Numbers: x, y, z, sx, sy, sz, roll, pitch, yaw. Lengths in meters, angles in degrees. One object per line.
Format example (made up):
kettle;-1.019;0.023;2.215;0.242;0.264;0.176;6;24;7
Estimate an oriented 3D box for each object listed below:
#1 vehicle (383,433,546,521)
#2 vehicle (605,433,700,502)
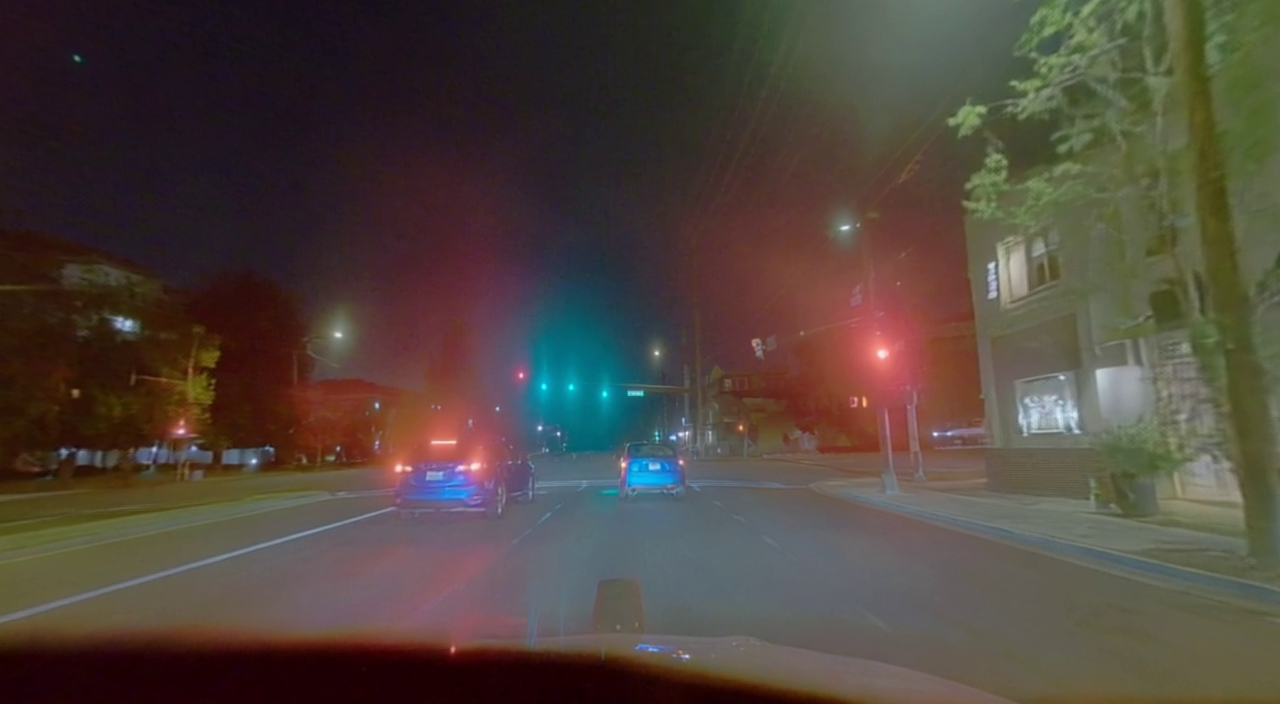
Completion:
vehicle;-3.296;2.437;12.918;2.032;1.467;4.411;0;-8;0
vehicle;0.254;2.807;15.748;2.059;1.456;4.047;0;-8;0
